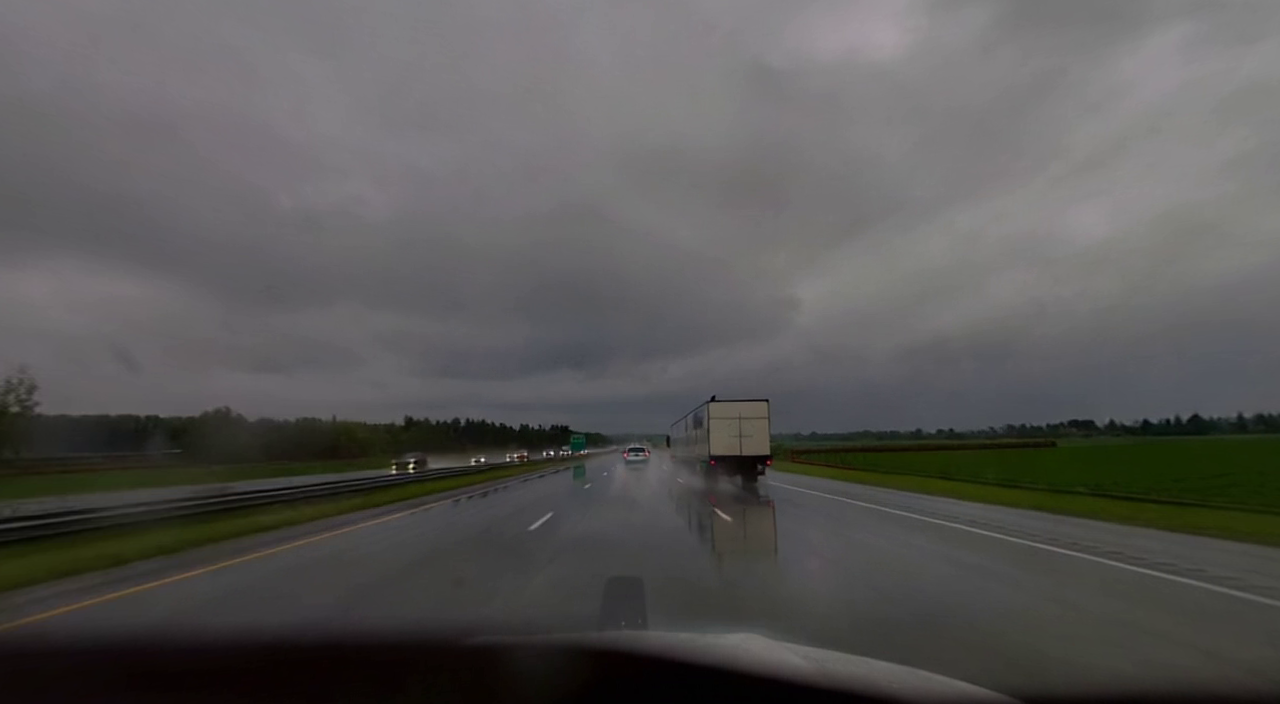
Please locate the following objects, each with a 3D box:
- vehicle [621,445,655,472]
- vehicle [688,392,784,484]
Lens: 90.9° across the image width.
[{"bbox_3d":[-0.095,7.063,42.049,2.151,1.678,3.923,0,-9,0],"label":"vehicle"},{"bbox_3d":[4.038,4.009,28.786,2.931,3.530,8.760,0,-9,0],"label":"vehicle"}]
